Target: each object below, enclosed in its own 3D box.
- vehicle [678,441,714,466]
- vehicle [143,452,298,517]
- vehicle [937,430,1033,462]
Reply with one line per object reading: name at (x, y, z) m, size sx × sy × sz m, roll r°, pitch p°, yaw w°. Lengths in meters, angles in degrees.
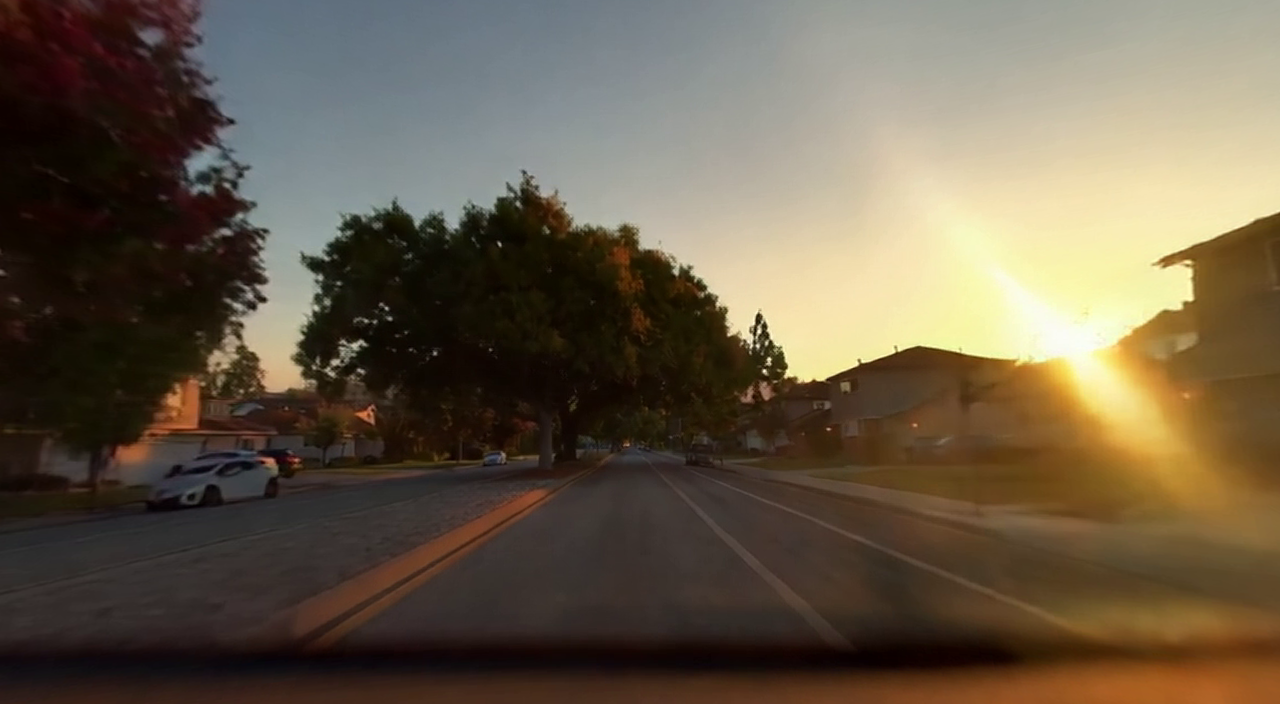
vehicle at (3.963, 7.283, 45.489) m, size 2.045 × 1.677 × 4.509 m, roll 0°, pitch -8°, yaw -1°
vehicle at (-12.905, 4.055, 19.873) m, size 1.936 × 1.504 × 4.456 m, roll -2°, pitch -7°, yaw -1°
vehicle at (18.070, 4.926, 33.211) m, size 3.858 × 1.583 × 1.931 m, roll 0°, pitch -8°, yaw -2°
